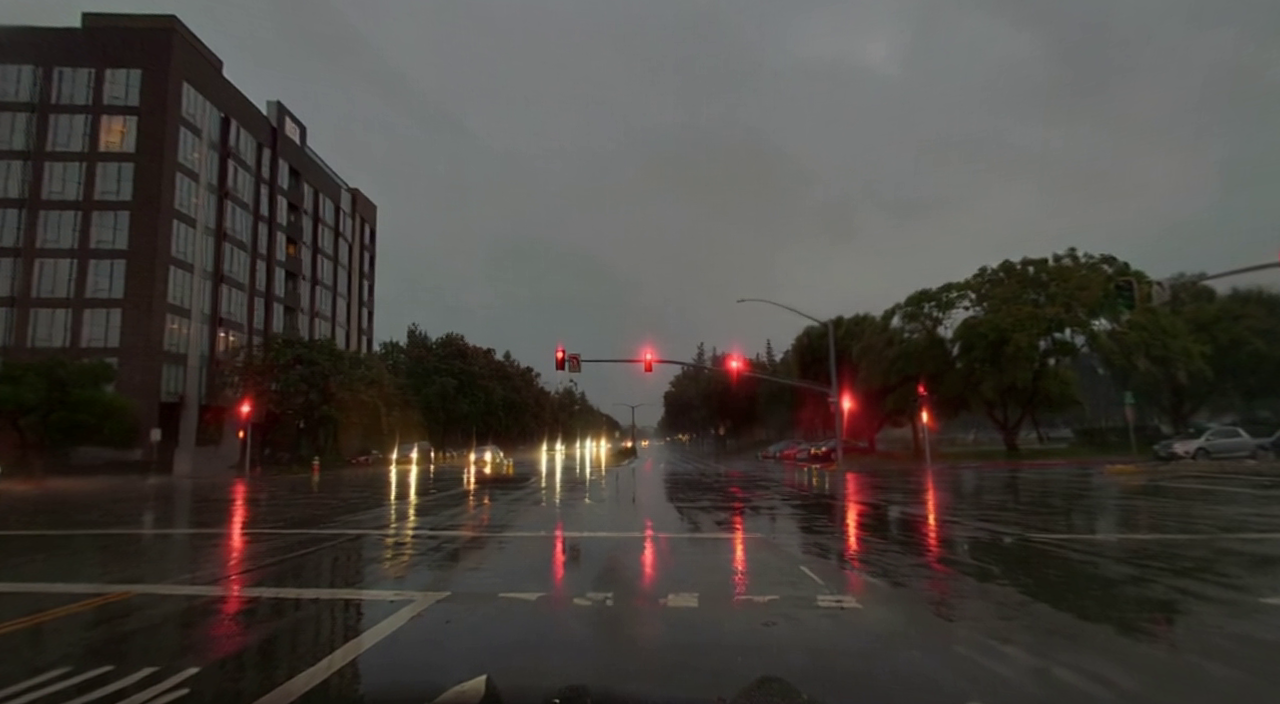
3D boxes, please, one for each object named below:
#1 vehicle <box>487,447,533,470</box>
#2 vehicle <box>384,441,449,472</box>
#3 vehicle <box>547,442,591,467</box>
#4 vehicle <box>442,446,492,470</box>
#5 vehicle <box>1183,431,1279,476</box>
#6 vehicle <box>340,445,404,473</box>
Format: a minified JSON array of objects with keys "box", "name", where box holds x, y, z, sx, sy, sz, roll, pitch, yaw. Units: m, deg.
[{"box":[-8.067,6.627,39.541,1.910,1.288,4.093,-1,-9,1],"name":"vehicle"},{"box":[-15.135,7.126,43.243,2.340,1.946,5.450,-1,-9,1],"name":"vehicle"},{"box":[-4.531,6.619,40.916,2.109,1.461,4.637,-1,-9,2],"name":"vehicle"},{"box":[-11.639,7.150,42.815,2.003,1.476,4.297,-1,-9,2],"name":"vehicle"},{"box":[22.324,3.565,22.353,4.474,1.477,1.908,0,-9,-3],"name":"vehicle"},{"box":[-18.549,7.416,44.086,2.237,1.842,5.116,0,-9,0],"name":"vehicle"}]
